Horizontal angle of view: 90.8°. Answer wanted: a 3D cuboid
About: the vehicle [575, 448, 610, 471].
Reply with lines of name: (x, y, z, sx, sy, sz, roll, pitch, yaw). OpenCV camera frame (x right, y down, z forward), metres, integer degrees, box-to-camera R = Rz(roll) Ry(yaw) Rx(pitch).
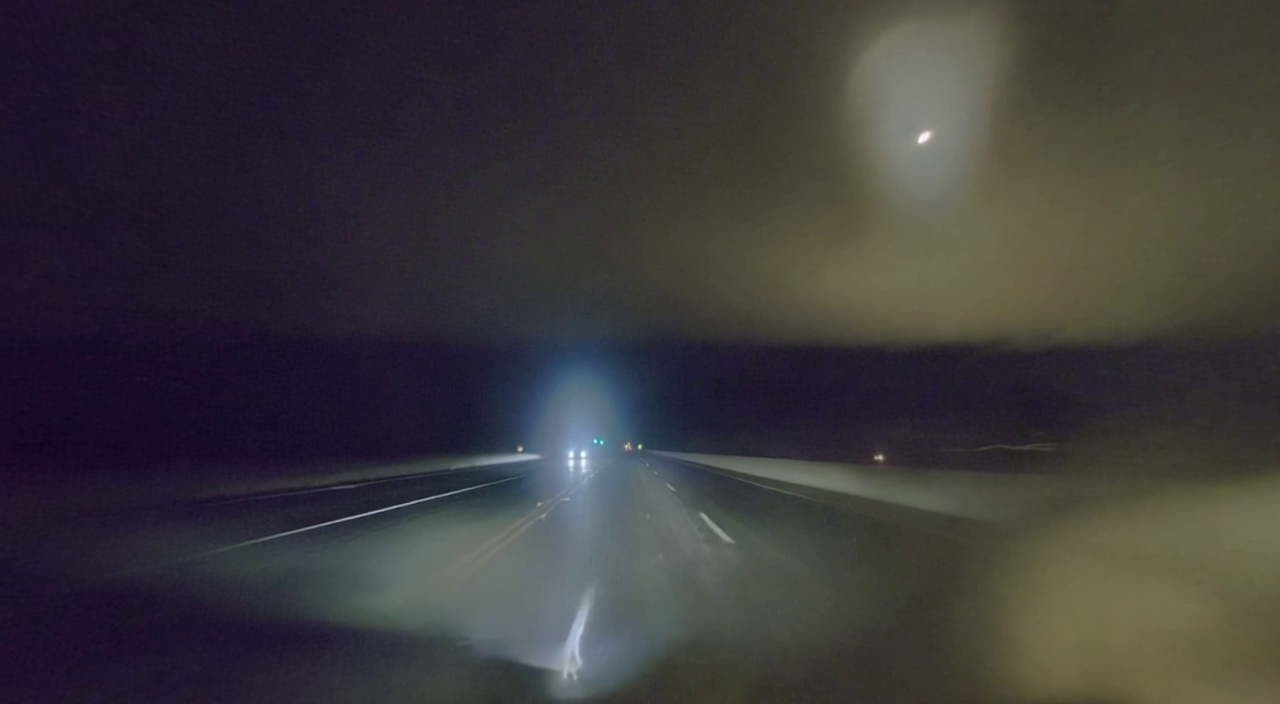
vehicle: (-3.242, 7.483, 44.103, 1.722, 1.523, 3.736, -1, -9, 7)
